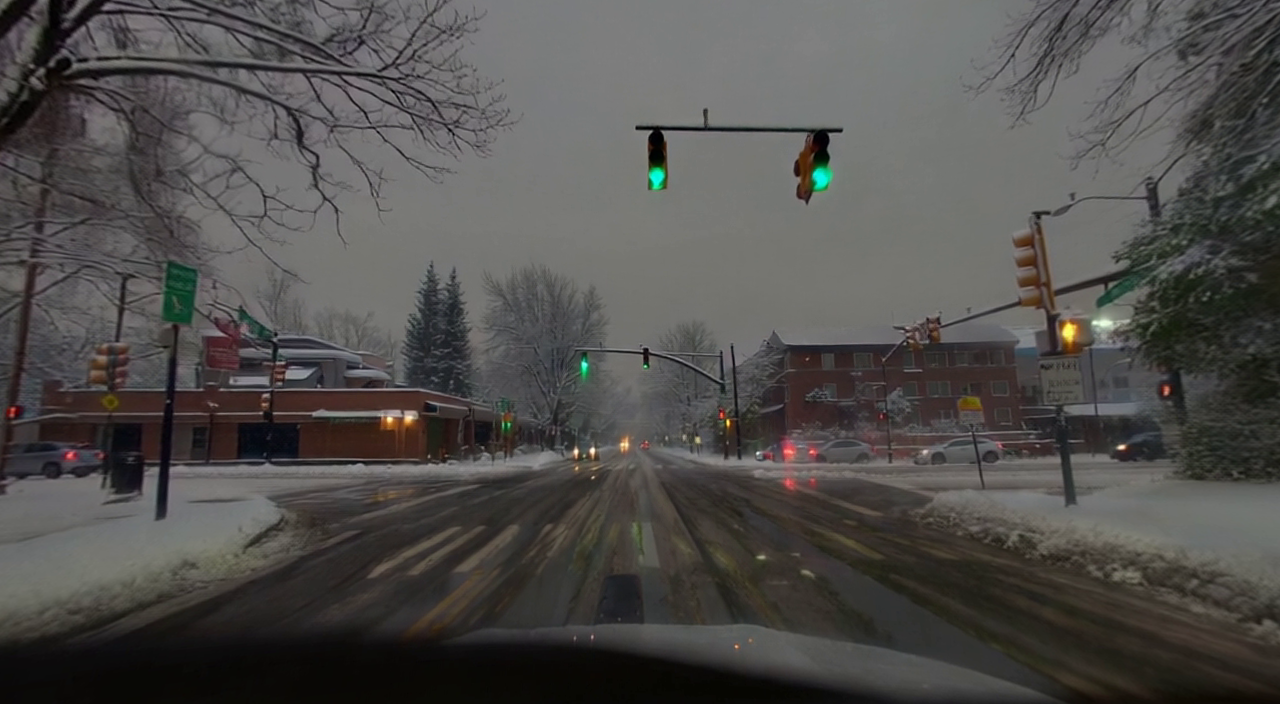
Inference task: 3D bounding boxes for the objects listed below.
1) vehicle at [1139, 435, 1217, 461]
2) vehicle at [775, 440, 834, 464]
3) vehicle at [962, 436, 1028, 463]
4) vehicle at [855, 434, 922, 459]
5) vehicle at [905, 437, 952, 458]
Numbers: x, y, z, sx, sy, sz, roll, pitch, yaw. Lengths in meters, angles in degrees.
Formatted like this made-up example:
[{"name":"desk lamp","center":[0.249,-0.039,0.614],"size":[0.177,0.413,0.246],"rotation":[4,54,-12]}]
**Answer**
[{"name":"vehicle","center":[31.476,5.589,36.776],"size":[1.612,1.402,3.320],"rotation":[-1,-8,0]},{"name":"vehicle","center":[11.112,6.695,42.204],"size":[1.955,1.508,4.295],"rotation":[-8,-12,42]},{"name":"vehicle","center":[20.951,5.753,37.109],"size":[1.851,1.388,3.475],"rotation":[0,-5,0]},{"name":"vehicle","center":[16.926,6.430,42.625],"size":[4.522,1.546,1.941],"rotation":[6,-11,-35]},{"name":"vehicle","center":[21.816,7.226,47.464],"size":[1.923,1.463,3.758],"rotation":[-1,-9,3]}]
